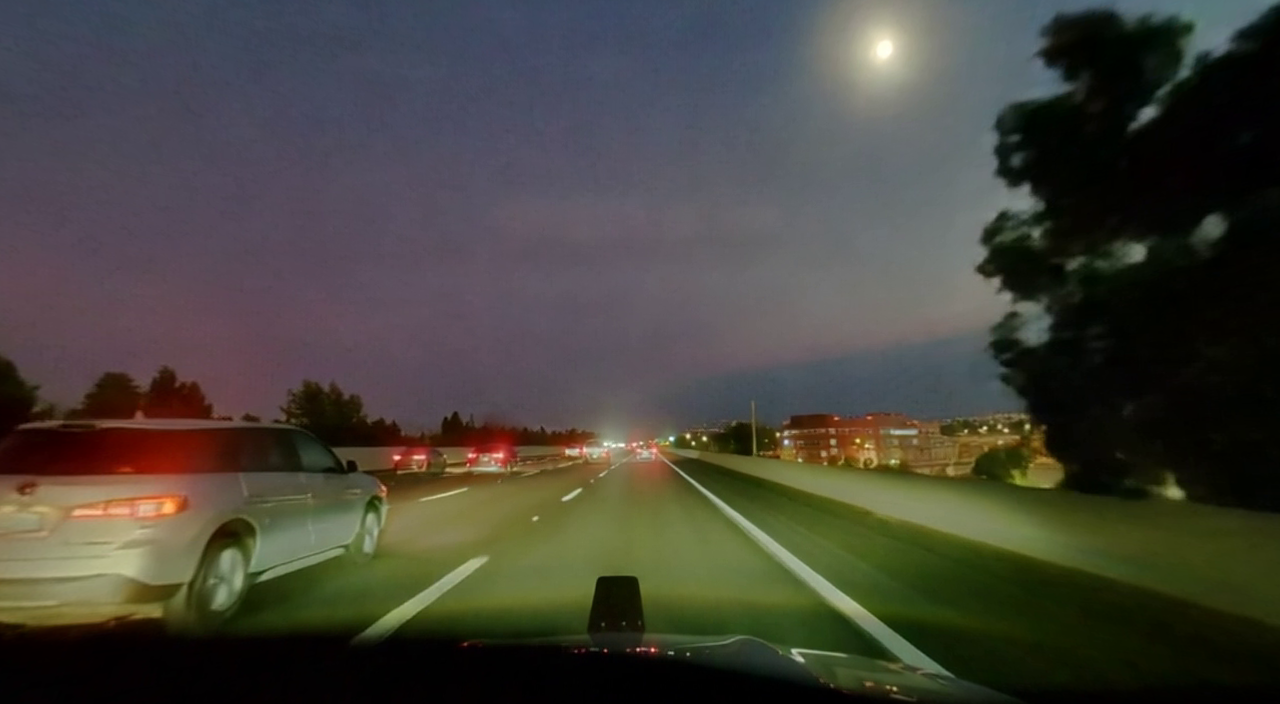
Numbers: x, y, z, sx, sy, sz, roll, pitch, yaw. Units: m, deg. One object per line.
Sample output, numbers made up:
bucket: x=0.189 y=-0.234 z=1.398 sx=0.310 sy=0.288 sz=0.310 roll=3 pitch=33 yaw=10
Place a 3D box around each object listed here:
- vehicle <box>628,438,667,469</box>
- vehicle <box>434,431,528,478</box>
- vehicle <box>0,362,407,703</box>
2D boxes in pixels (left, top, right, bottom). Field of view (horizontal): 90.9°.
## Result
vehicle: x=0.421 y=5.949 z=37.251 sx=2.135 sy=1.697 sz=4.757 roll=0 pitch=-8 yaw=0
vehicle: x=-7.032 y=4.622 z=28.793 sx=2.521 sy=1.901 sz=5.988 roll=-1 pitch=-8 yaw=2
vehicle: x=-4.078 y=1.261 z=5.531 sx=2.136 sy=1.718 sz=4.873 roll=0 pitch=-8 yaw=1
